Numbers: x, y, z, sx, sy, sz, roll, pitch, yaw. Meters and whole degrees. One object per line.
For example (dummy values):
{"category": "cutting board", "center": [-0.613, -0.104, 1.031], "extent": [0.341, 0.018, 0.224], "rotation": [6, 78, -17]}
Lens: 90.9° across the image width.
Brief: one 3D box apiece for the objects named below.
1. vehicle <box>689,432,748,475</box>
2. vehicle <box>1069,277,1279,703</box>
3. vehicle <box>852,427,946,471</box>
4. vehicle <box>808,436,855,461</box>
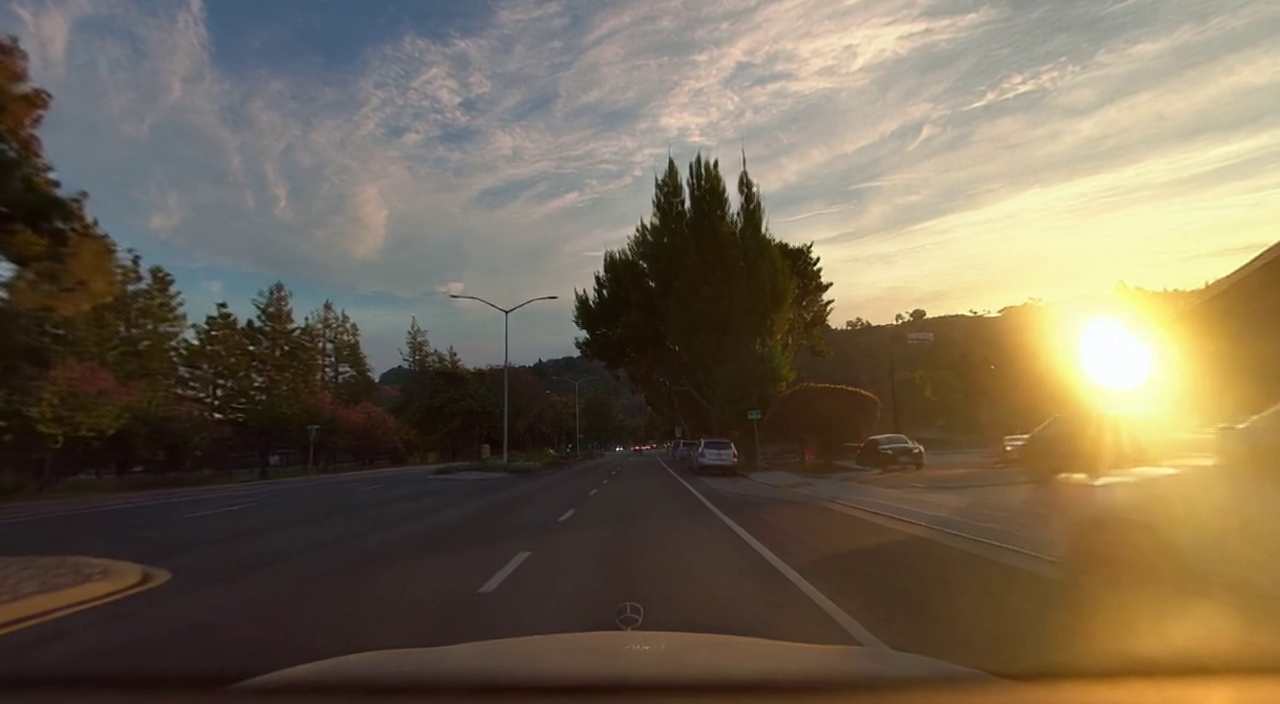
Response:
{"category": "vehicle", "center": [3.641, 4.810, 30.044], "extent": [2.144, 1.848, 4.159], "rotation": [0, -8, -1]}
{"category": "vehicle", "center": [3.739, 0.424, 0.696], "extent": [2.493, 1.896, 5.433], "rotation": [0, -8, -3]}
{"category": "vehicle", "center": [11.410, 4.314, 28.206], "extent": [2.220, 1.798, 4.427], "rotation": [0, -8, -1]}
{"category": "vehicle", "center": [14.339, 7.260, 47.502], "extent": [2.227, 1.720, 4.959], "rotation": [1, -8, 3]}
